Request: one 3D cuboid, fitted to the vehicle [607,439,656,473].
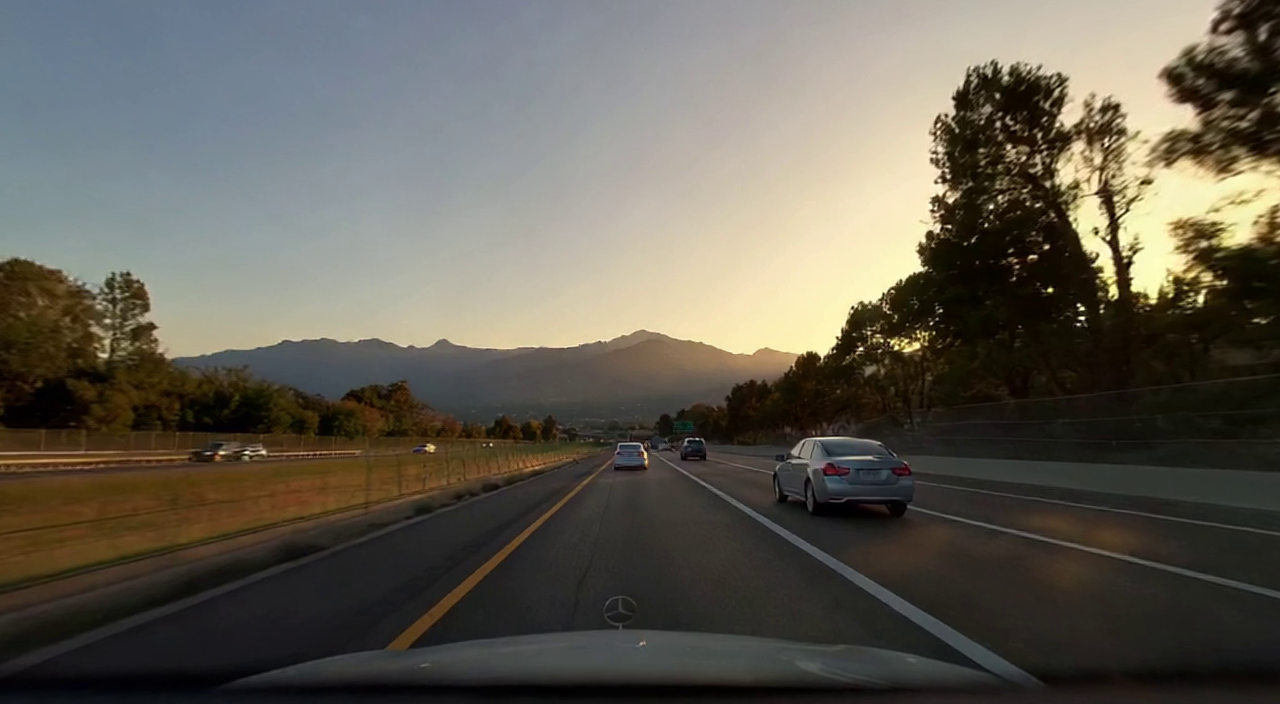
[{"bbox_3d":[-0.358,4.722,28.725,2.085,1.449,3.860,0,-8,0],"label":"vehicle"}]

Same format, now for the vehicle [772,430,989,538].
[{"bbox_3d":[3.713,2.109,10.709,1.957,1.447,4.241,0,-8,-1],"label":"vehicle"}]

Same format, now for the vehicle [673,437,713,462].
[{"bbox_3d":[3.761,7.007,45.226,2.436,1.704,4.694,0,-8,0],"label":"vehicle"}]

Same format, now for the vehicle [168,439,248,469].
[{"bbox_3d":[-28.235,6.672,41.332,1.948,1.867,4.621,0,-8,0],"label":"vehicle"}]

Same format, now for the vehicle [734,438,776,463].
[{"bbox_3d":[7.720,6.657,42.698,1.996,1.637,3.990,0,-8,-1],"label":"vehicle"}]
